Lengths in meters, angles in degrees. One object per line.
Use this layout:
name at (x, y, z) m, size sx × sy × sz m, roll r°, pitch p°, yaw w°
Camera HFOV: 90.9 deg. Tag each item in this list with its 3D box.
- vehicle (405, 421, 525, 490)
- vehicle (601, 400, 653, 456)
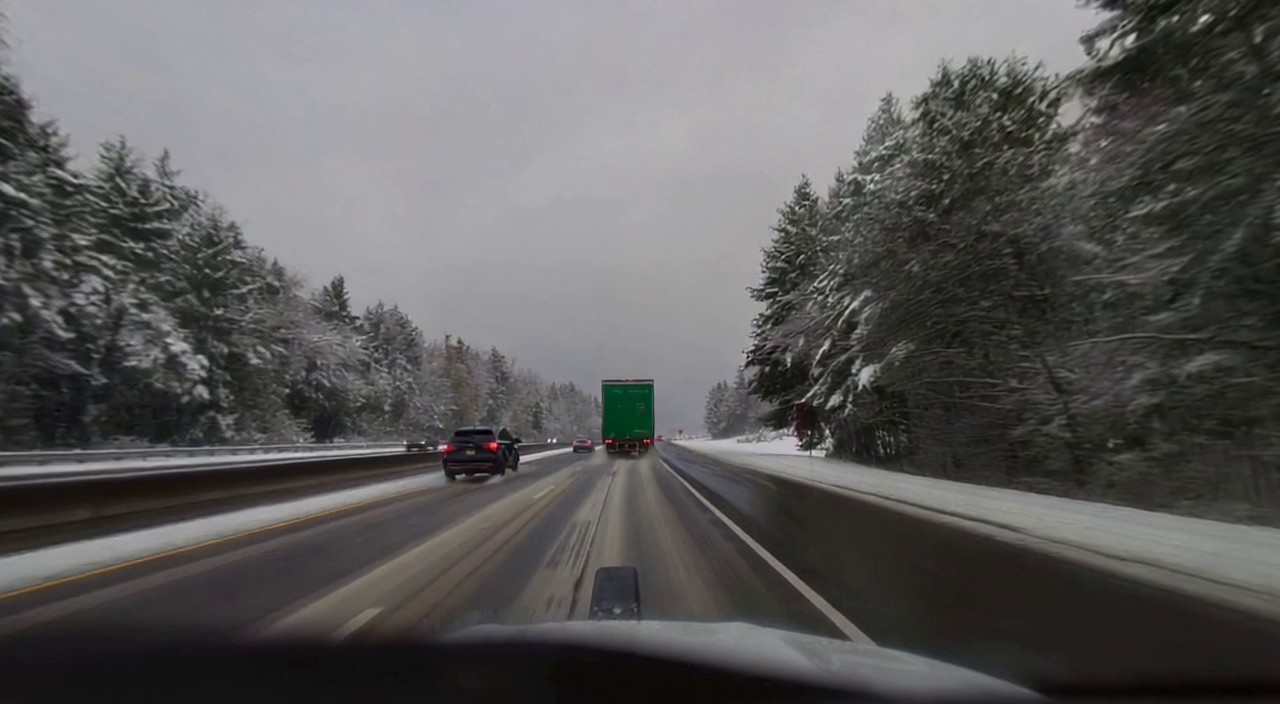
vehicle at (-4.790, 2.897, 18.077) m, size 2.138 × 1.697 × 4.587 m, roll 0°, pitch -8°, yaw 0°
vehicle at (-0.609, 3.484, 28.786) m, size 2.319 × 2.461 × 1.270 m, roll 1°, pitch -8°, yaw -3°
